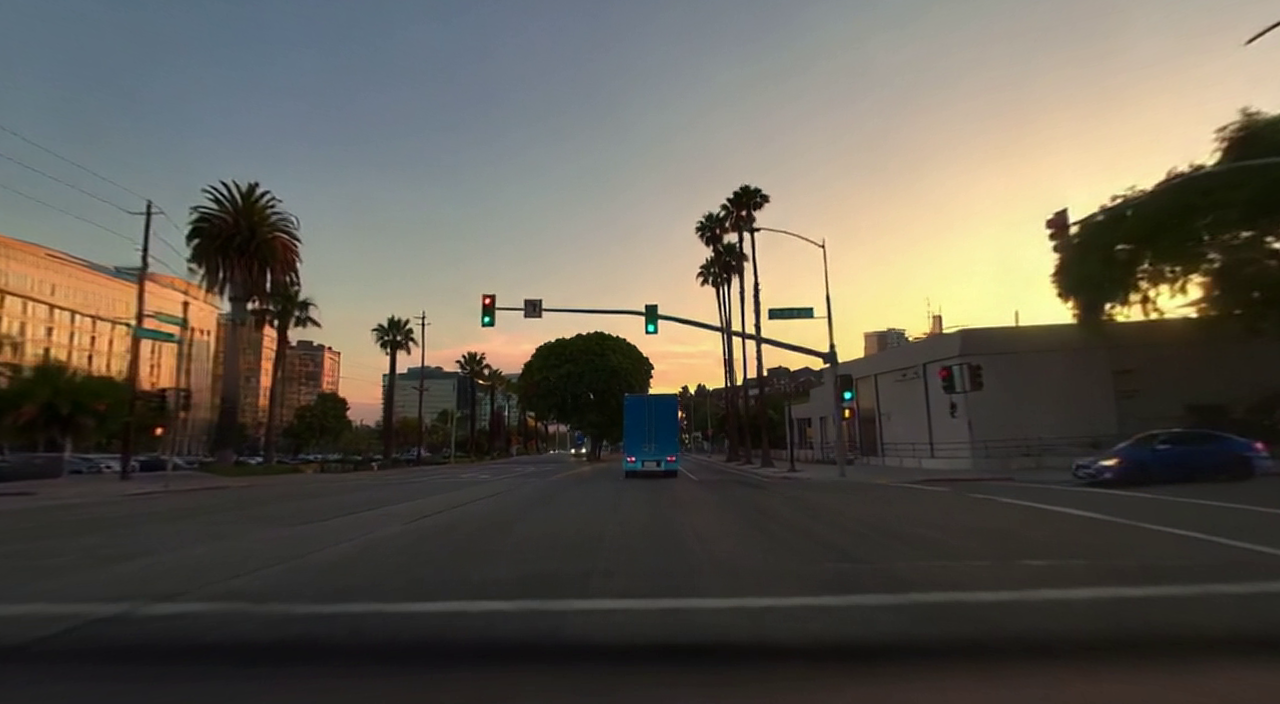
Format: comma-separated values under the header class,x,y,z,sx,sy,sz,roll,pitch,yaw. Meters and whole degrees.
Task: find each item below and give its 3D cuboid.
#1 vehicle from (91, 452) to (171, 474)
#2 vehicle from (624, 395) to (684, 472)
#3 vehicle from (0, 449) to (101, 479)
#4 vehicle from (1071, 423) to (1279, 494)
class,x,y,z,sx,sy,sz,roll,pitch,yaw
vehicle,-36.312,7.898,44.839,4.069,1.505,1.980,0,-9,3
vehicle,0.548,5.115,38.475,2.992,3.949,11.815,0,-9,-2
vehicle,-36.855,6.936,39.000,4.812,1.727,2.027,0,-9,1
vehicle,13.632,2.621,15.608,4.270,1.520,1.931,-2,-9,2
